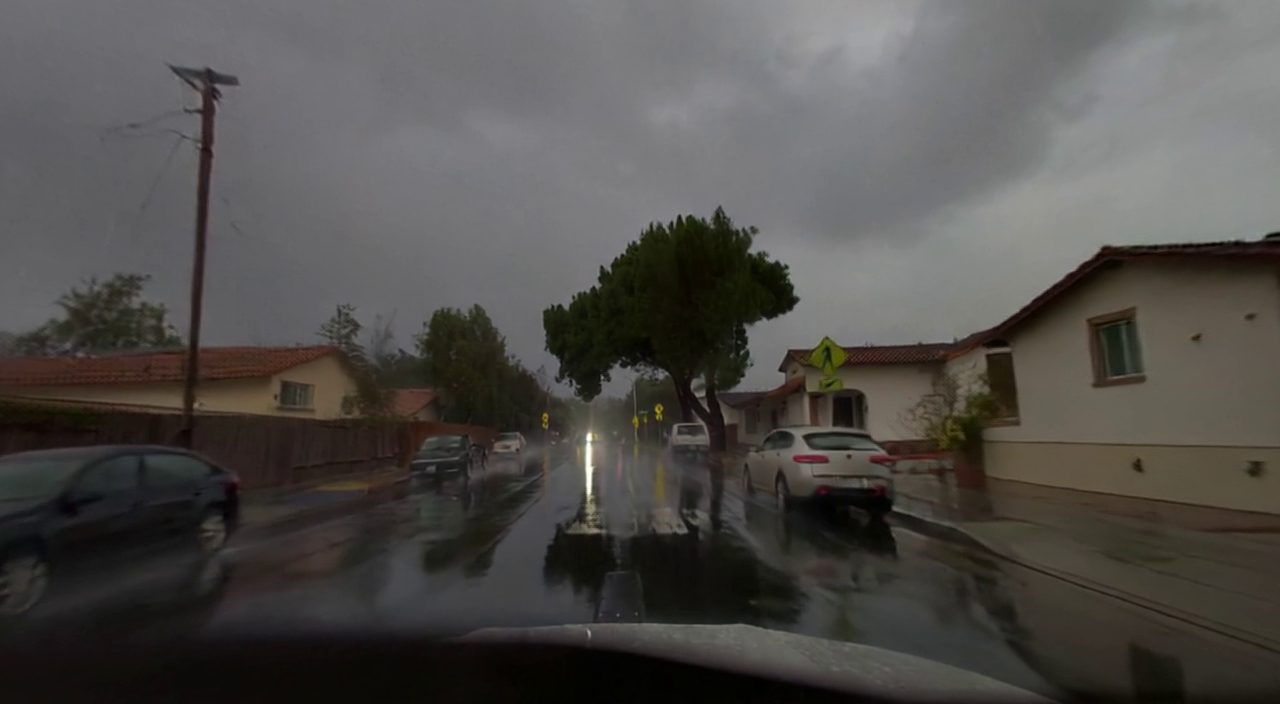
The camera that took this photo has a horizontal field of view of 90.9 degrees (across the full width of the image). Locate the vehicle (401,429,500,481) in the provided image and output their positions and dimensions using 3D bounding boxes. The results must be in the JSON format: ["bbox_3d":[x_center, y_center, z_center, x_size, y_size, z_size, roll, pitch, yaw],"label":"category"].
[{"bbox_3d":[-6.112,3.349,21.028,1.972,1.502,5.530,0,-8,-4],"label":"vehicle"}]

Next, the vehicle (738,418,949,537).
[{"bbox_3d":[3.108,1.964,10.911,1.875,1.568,4.899,0,-7,-2],"label":"vehicle"}]

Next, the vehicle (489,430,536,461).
[{"bbox_3d":[-6.708,4.958,33.587,1.842,1.540,3.704,0,-8,-2],"label":"vehicle"}]

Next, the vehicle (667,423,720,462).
[{"bbox_3d":[2.406,4.186,29.318,1.997,1.663,4.544,0,-7,-1],"label":"vehicle"}]

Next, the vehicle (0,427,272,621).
[{"bbox_3d":[-5.735,1.475,6.089,1.870,1.425,4.297,0,-8,-2],"label":"vehicle"}]
